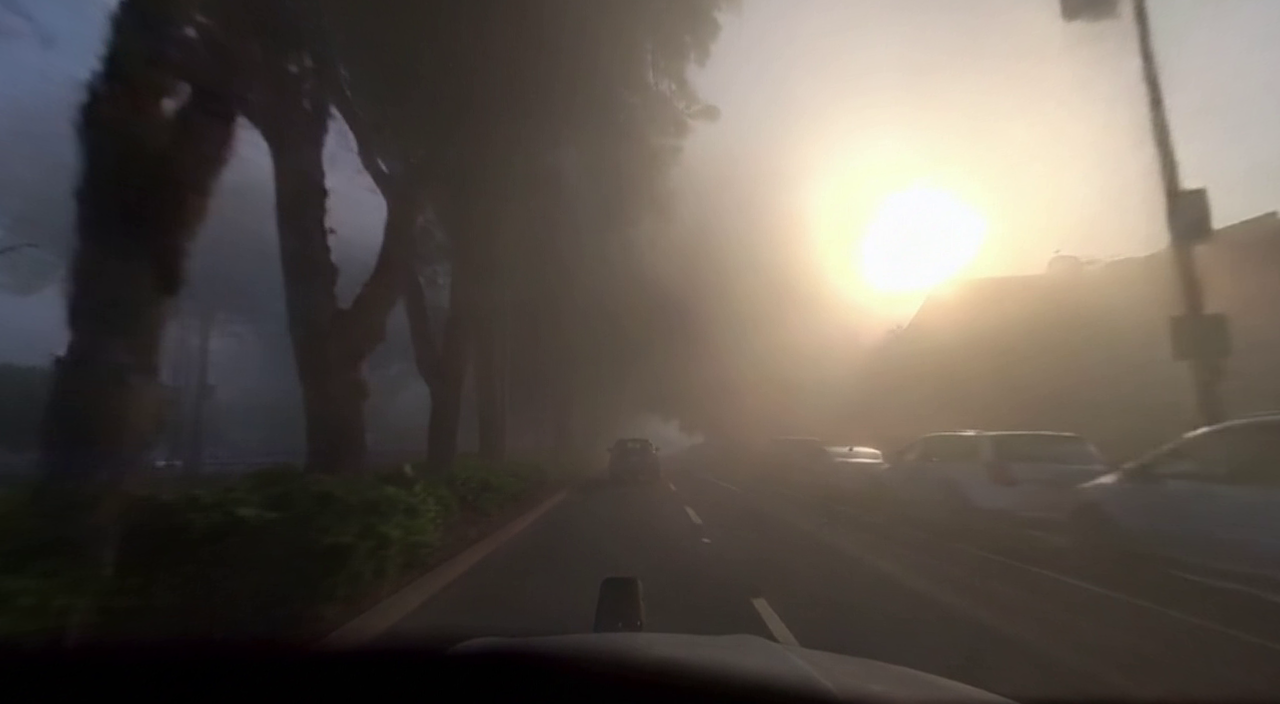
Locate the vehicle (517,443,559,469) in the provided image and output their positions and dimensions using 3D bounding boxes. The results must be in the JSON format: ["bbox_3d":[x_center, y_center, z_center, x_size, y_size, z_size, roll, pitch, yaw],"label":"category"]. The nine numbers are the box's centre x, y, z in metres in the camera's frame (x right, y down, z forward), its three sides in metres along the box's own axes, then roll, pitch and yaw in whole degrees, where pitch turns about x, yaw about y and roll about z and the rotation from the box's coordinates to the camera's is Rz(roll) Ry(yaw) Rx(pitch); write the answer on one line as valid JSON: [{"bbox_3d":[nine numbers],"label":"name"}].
[{"bbox_3d":[-6.038,6.202,37.914,2.105,1.474,4.808,0,-9,-4],"label":"vehicle"}]

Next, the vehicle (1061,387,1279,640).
[{"bbox_3d":[5.862,1.221,4.810,2.139,1.872,4.585,0,-9,1],"label":"vehicle"}]

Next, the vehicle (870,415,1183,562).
[{"bbox_3d":[5.878,2.117,10.630,1.994,1.853,4.924,0,-9,-2],"label":"vehicle"}]

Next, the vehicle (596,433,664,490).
[{"bbox_3d":[-0.342,3.607,21.129,2.070,1.698,3.925,0,-9,-1],"label":"vehicle"}]

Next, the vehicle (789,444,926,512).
[{"bbox_3d":[5.333,3.117,16.157,2.005,1.499,4.108,0,-9,0],"label":"vehicle"}]
